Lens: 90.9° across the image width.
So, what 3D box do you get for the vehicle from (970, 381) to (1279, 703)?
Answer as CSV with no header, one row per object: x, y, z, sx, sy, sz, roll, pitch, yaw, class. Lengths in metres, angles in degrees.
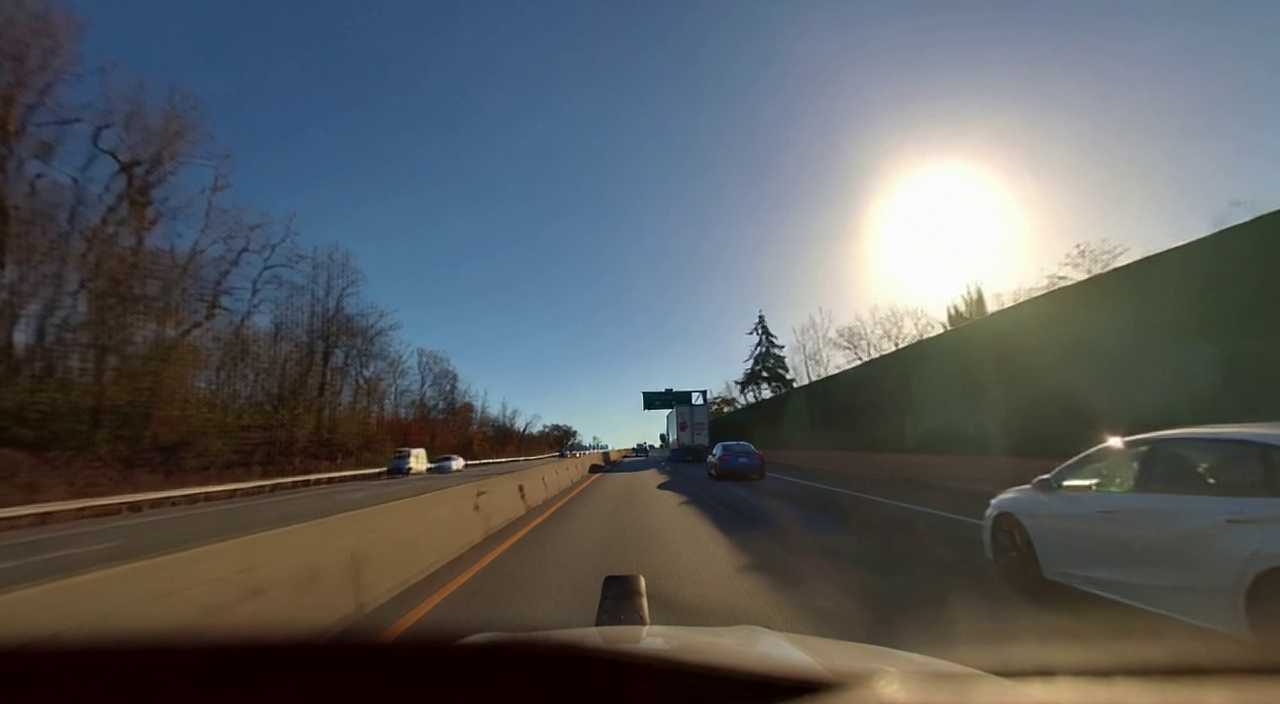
4.012,1.005,3.617,1.940,1.539,4.005,1,-8,-2,vehicle

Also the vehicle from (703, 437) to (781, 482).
3.625,3.912,23.216,2.000,1.473,4.440,0,-8,-2,vehicle
